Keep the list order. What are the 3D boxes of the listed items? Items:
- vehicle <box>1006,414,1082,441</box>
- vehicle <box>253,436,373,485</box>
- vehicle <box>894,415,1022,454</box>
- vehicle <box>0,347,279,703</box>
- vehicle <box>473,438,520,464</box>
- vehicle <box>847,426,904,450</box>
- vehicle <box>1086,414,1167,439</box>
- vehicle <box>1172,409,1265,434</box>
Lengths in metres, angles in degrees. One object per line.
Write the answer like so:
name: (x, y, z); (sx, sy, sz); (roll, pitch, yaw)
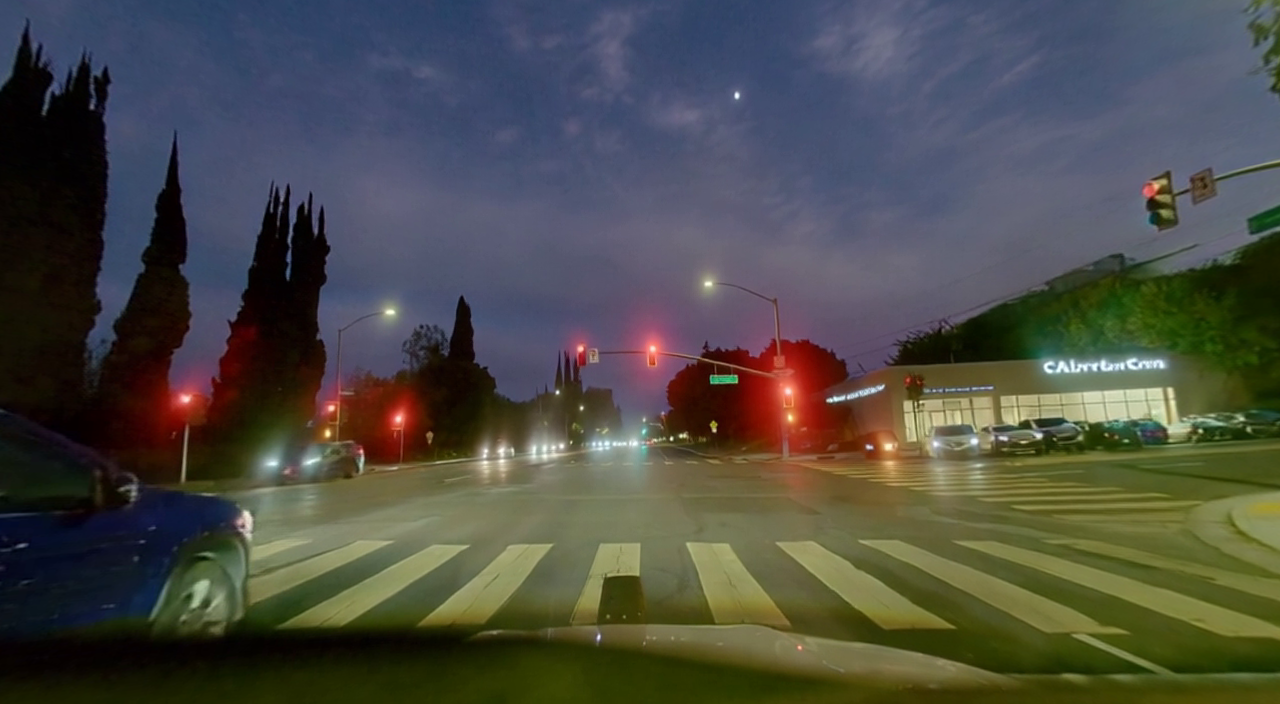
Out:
vehicle: (26.305, 4.974, 41.240); (2.011, 1.656, 4.163); (0, -8, -3)
vehicle: (-12.189, 4.057, 23.927); (2.181, 1.653, 4.468); (0, -8, 0)
vehicle: (13.988, 3.660, 27.911); (4.566, 1.670, 2.000); (0, -8, -2)
vehicle: (-3.367, 0.740, 1.845); (1.934, 1.649, 4.490); (0, -8, 0)
vehicle: (-9.271, 6.424, 41.098); (2.026, 1.616, 4.199); (0, -8, 1)
vehicle: (17.190, 6.322, 46.155); (3.329, 1.415, 1.821); (-6, -9, 2)
vehicle: (31.360, 4.828, 40.754); (1.823, 1.480, 4.003); (0, -8, -4)
vehicle: (38.419, 4.678, 42.034); (1.715, 1.480, 4.701); (0, -8, -1)
